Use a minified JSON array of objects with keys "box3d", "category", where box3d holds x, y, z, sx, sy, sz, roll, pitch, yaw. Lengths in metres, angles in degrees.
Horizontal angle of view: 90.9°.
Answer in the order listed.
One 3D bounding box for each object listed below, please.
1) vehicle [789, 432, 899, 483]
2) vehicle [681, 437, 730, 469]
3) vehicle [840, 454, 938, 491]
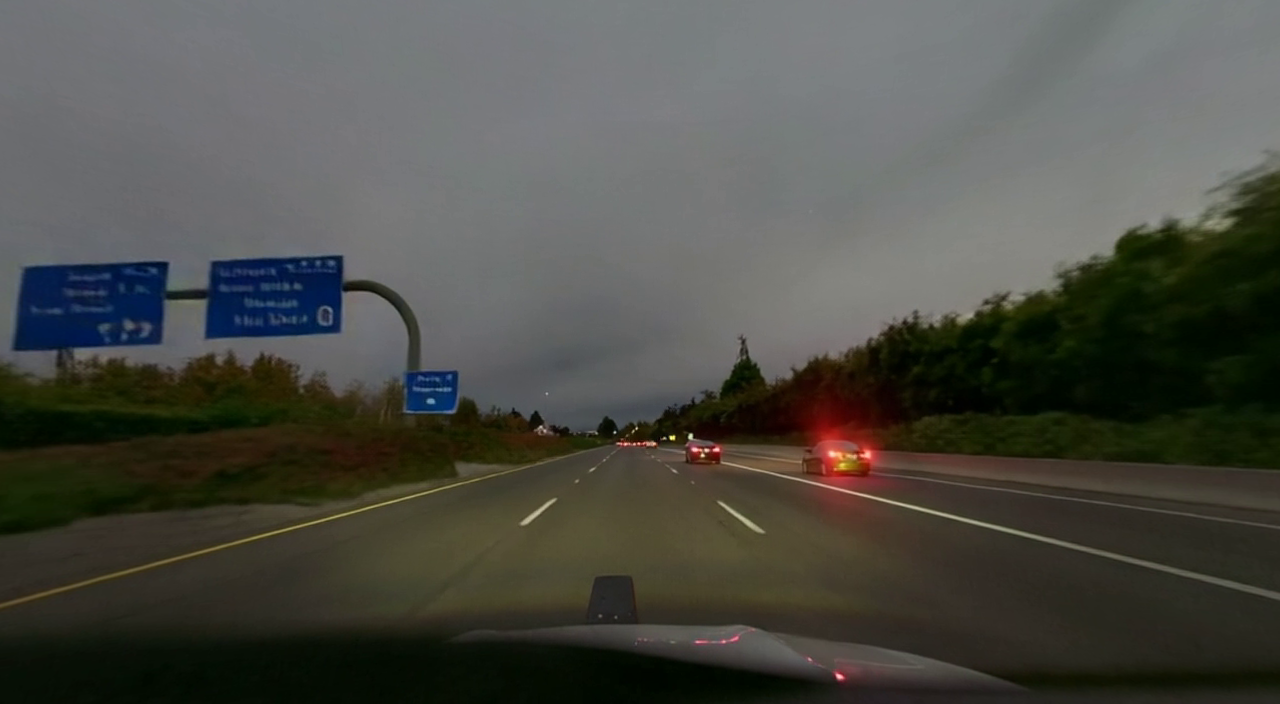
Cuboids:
[{"box3d":[6.792,3.528,21.640,2.003,1.522,4.940,0,-8,-1],"category":"vehicle"},{"box3d":[3.123,4.882,30.769,1.819,1.468,3.770,0,-8,-2],"category":"vehicle"},{"box3d":[6.900,3.357,17.746,1.535,0.862,2.814,0,-8,-2],"category":"vehicle"}]
